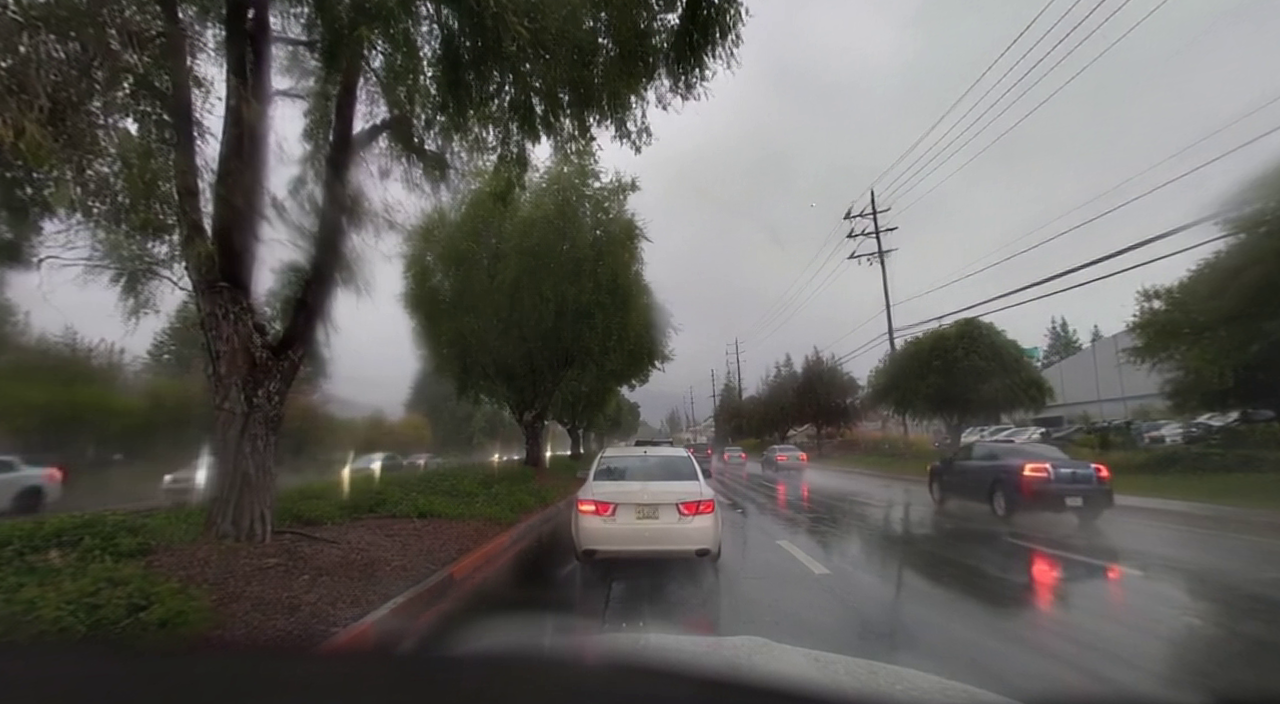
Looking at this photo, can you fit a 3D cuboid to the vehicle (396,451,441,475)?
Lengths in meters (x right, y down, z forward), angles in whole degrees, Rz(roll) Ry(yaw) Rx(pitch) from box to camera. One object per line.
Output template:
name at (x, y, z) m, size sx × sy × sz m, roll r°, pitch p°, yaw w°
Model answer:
vehicle at (-15.095, 7.547, 43.172) m, size 1.701 × 1.494 × 3.791 m, roll 0°, pitch -8°, yaw 0°

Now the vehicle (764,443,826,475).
vehicle at (7.554, 5.230, 31.163) m, size 1.899 × 1.458 × 4.499 m, roll 0°, pitch -8°, yaw -1°

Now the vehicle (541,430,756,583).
vehicle at (0.076, 1.813, 8.232) m, size 2.108 × 1.479 × 3.935 m, roll 0°, pitch -8°, yaw 0°

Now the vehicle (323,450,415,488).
vehicle at (-11.821, 5.109, 27.891) m, size 1.988 × 1.486 × 4.586 m, roll 0°, pitch -8°, yaw 1°

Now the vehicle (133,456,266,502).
vehicle at (-16.366, 4.693, 23.778) m, size 1.856 × 1.452 × 4.530 m, roll 0°, pitch -8°, yaw -2°

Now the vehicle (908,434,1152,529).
vehicle at (7.081, 2.363, 12.172) m, size 1.850 × 1.480 × 4.474 m, roll 0°, pitch -8°, yaw 0°
